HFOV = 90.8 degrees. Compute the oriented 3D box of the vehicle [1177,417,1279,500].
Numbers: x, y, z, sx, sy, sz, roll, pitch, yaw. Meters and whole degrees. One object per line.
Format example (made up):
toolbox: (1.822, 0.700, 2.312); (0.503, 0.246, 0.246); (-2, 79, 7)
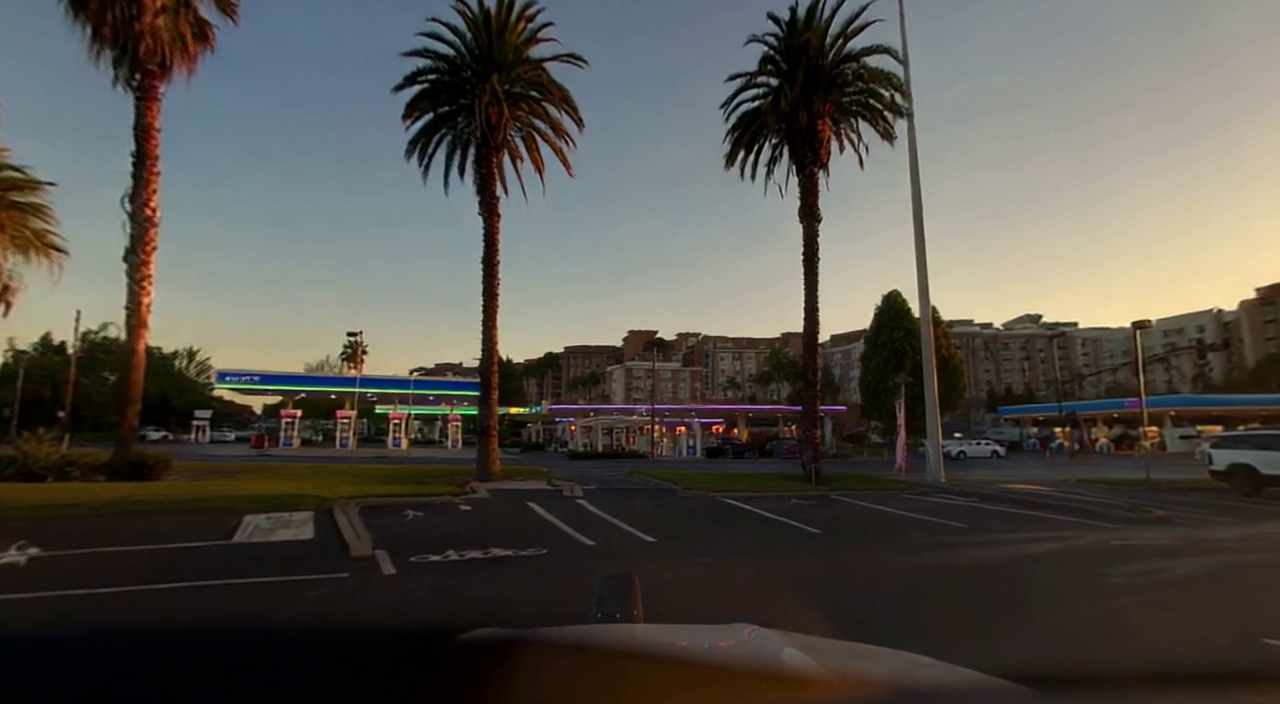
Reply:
vehicle: (15.434, 2.413, 14.329); (2.028, 1.850, 4.731); (1, -8, -6)
